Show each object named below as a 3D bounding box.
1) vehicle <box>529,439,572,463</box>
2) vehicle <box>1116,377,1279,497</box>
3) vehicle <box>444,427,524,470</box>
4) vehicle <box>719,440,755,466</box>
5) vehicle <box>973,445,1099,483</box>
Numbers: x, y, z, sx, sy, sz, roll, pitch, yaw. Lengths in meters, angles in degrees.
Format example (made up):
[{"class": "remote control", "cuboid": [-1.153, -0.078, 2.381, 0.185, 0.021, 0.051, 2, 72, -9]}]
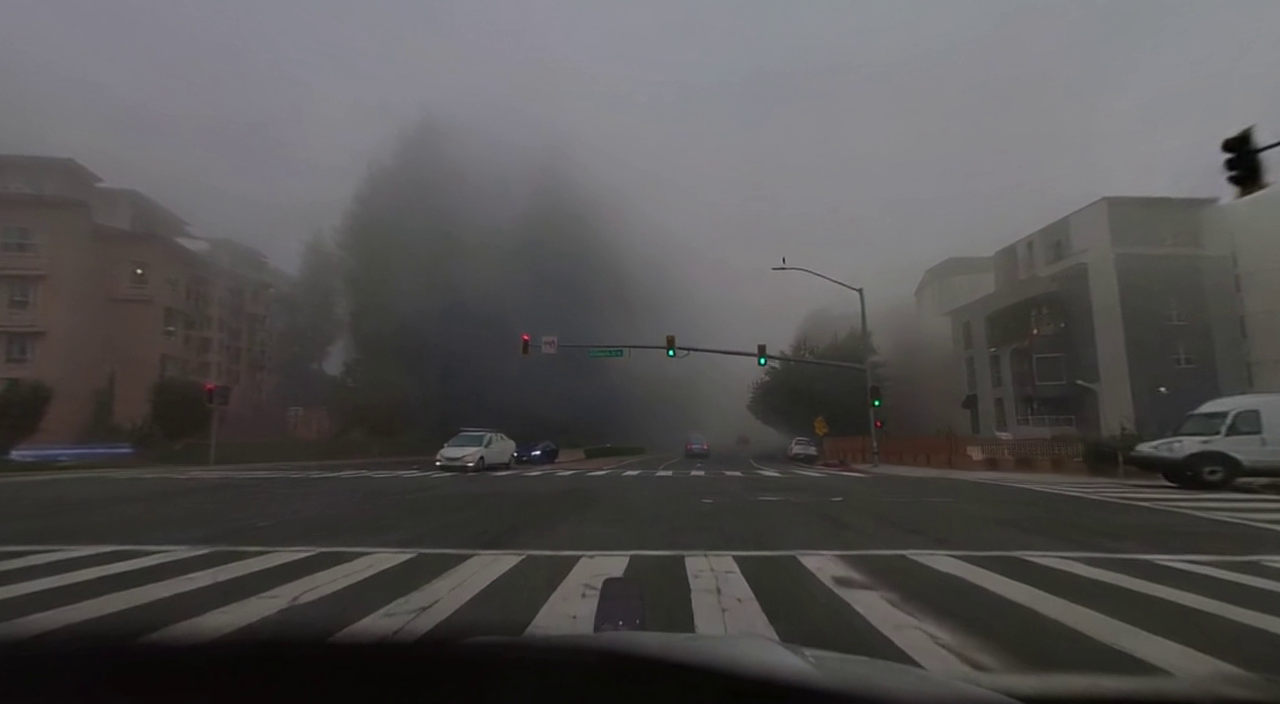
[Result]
[{"class": "vehicle", "cuboid": [-6.351, 7.035, 45.135, 1.907, 1.488, 4.326, -4, -8, 7]}, {"class": "vehicle", "cuboid": [22.613, 2.626, 19.587, 12.701, 3.428, 3.061, -1, -9, 3]}, {"class": "vehicle", "cuboid": [-7.560, 4.811, 31.277, 2.296, 1.798, 5.303, -4, -10, 4]}, {"class": "vehicle", "cuboid": [6.705, 6.957, 43.775, 2.255, 1.708, 4.328, -1, -9, 8]}, {"class": "vehicle", "cuboid": [18.025, 5.054, 28.830, 4.580, 1.557, 2.023, -7, -11, 37]}]
